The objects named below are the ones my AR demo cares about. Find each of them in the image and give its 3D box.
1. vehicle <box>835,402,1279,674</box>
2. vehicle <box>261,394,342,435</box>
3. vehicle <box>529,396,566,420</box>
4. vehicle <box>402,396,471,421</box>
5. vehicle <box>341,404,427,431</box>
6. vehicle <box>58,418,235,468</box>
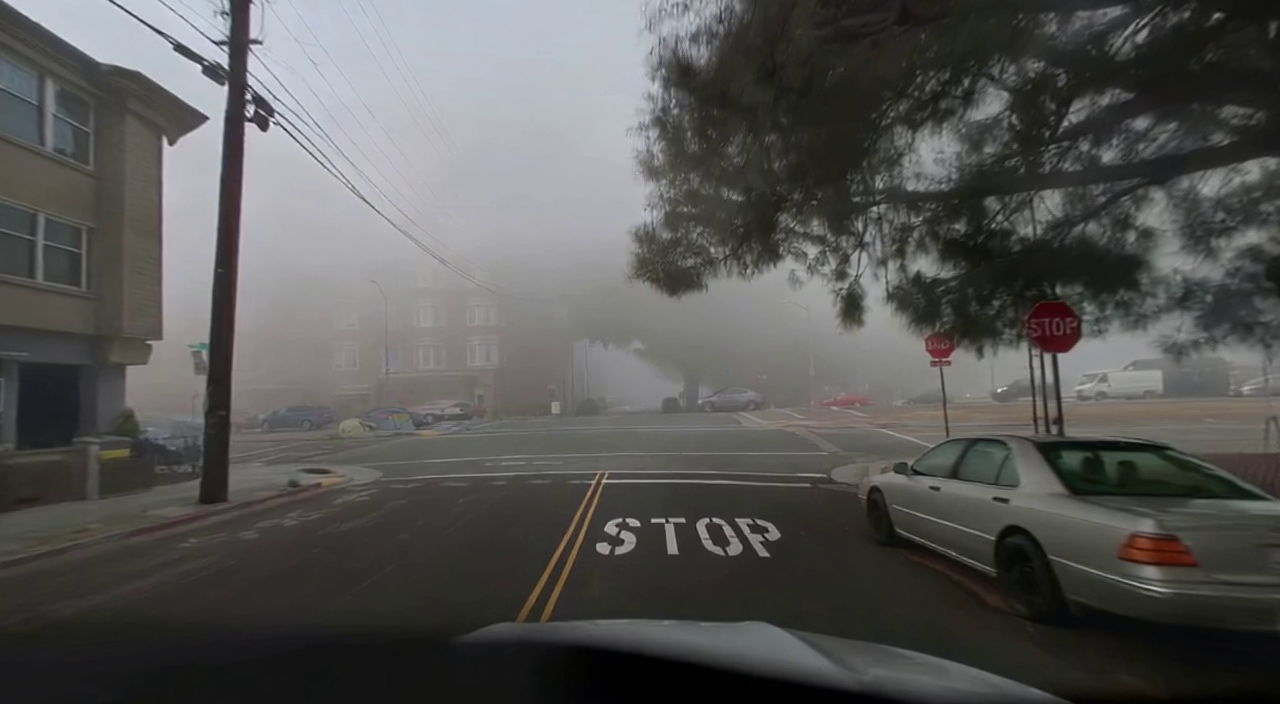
[{"bbox_3d":[3.571,1.346,5.739,2.025,1.492,4.291,0,-8,-3],"label":"vehicle"},{"bbox_3d":[-19.965,3.728,37.277,3.506,2.261,2.158,-2,-8,9],"label":"vehicle"},{"bbox_3d":[-6.427,3.872,44.202,2.156,1.620,4.945,0,-4,-4],"label":"vehicle"},{"bbox_3d":[-15.437,4.347,48.063,2.010,1.583,4.582,-7,-11,37],"label":"vehicle"},{"bbox_3d":[-14.833,3.827,36.612,4.233,1.432,1.755,-2,-9,10],"label":"vehicle"},{"bbox_3d":[-16.760,3.114,21.531,4.525,1.596,2.085,-2,-8,8],"label":"vehicle"}]
